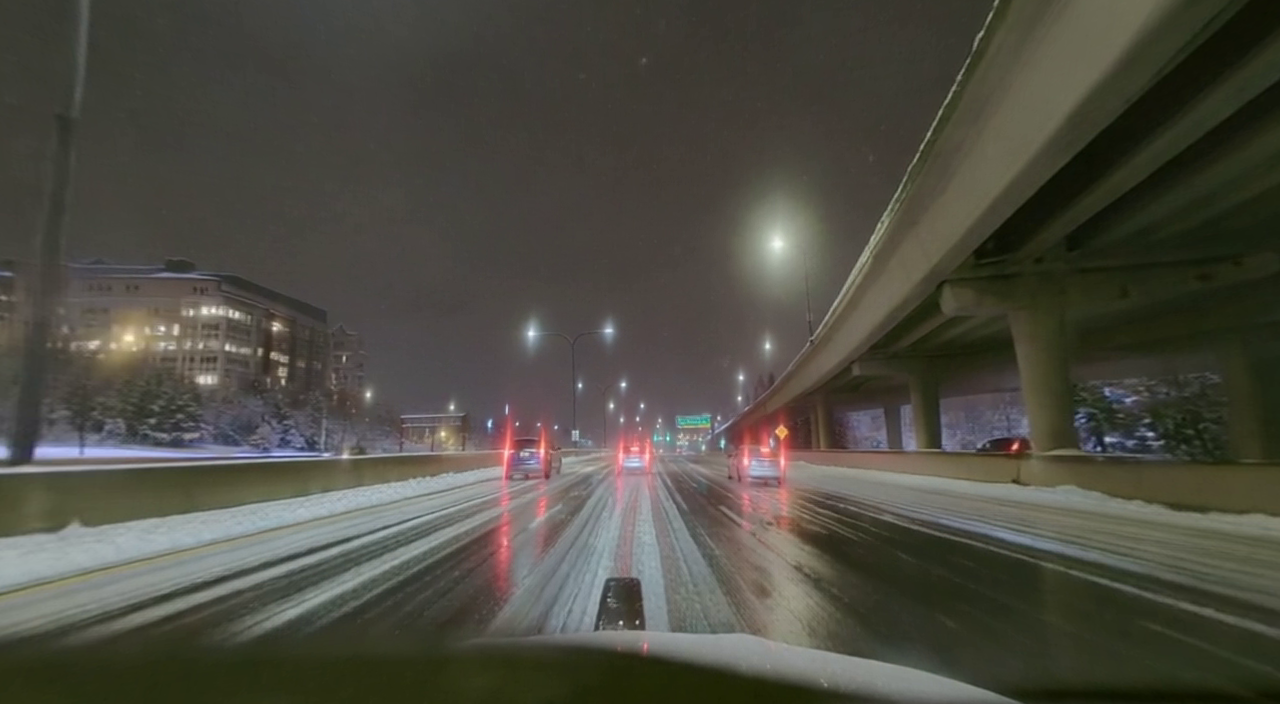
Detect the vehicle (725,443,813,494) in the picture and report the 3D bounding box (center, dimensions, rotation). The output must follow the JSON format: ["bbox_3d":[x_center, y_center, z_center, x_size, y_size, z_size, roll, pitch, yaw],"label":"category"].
[{"bbox_3d":[4.093,3.744,20.669,1.974,1.490,3.994,0,-9,-1],"label":"vehicle"}]

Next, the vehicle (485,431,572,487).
[{"bbox_3d":[-3.924,3.876,23.067,2.142,1.819,4.648,0,-9,2],"label":"vehicle"}]

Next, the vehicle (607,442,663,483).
[{"bbox_3d":[-0.162,4.402,25.389,2.089,1.493,3.964,0,-9,1],"label":"vehicle"}]

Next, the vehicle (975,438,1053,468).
[{"bbox_3d":[26.674,7.259,45.281,2.376,1.988,6.109,-1,-9,6],"label":"vehicle"}]

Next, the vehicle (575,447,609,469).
[{"bbox_3d":[-3.323,7.407,44.299,1.868,1.431,4.055,0,-9,2],"label":"vehicle"}]
